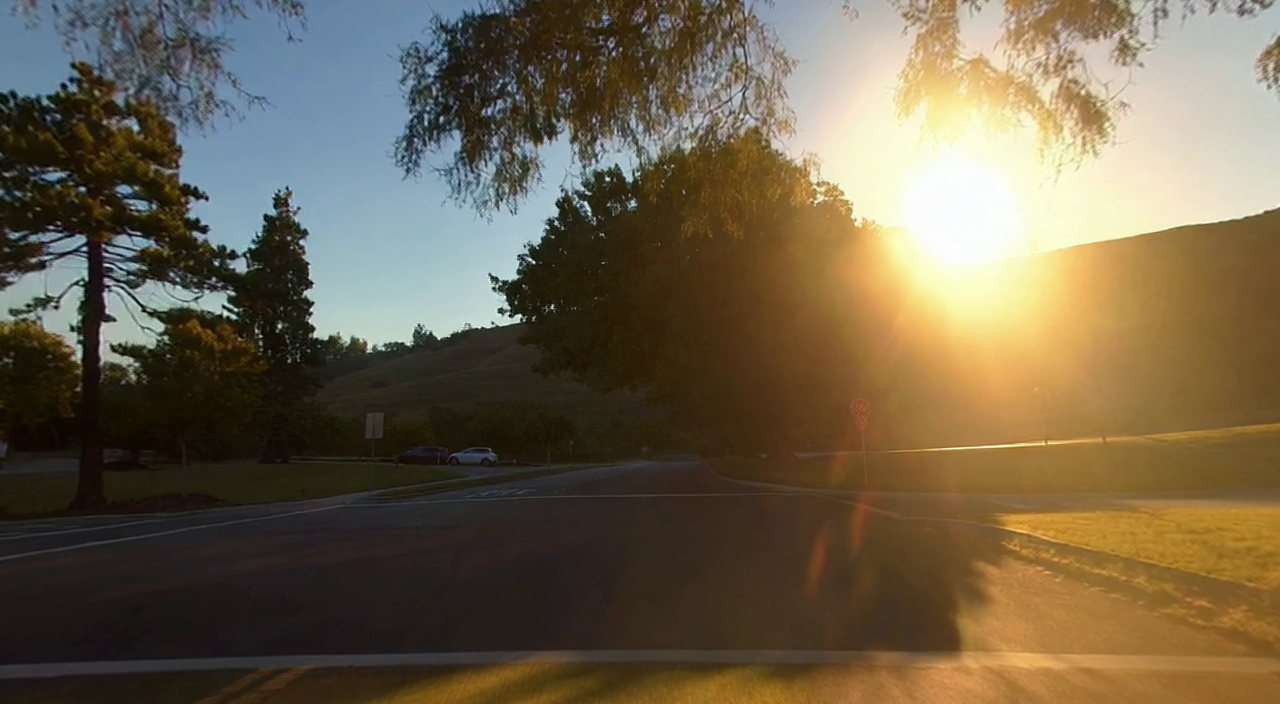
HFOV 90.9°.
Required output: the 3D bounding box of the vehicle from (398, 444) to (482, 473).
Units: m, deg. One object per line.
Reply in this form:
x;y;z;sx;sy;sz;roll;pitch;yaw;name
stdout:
-12.645;6.748;40.032;4.590;1.735;1.973;0;-8;3;vehicle
